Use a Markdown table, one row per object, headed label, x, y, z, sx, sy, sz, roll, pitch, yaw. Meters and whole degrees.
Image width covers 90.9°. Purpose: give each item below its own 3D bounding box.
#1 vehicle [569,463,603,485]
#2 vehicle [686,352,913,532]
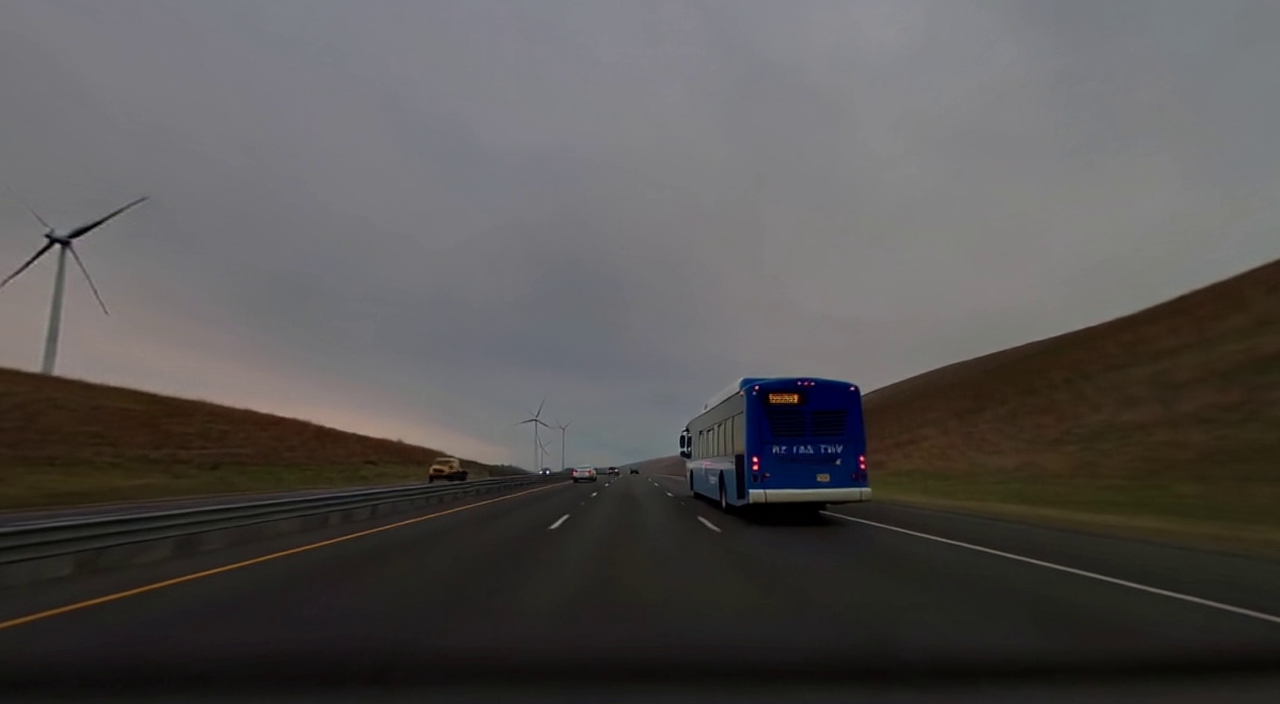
| label | x | y | z | sx | sy | sz | roll | pitch | yaw |
| --- | --- | --- | --- | --- | --- | --- | --- | --- | --- |
| vehicle | -4.019 | 9.173 | 47.432 | 2.213 | 1.568 | 4.274 | 1 | -10 | -1 |
| vehicle | 3.694 | 3.097 | 19.865 | 2.941 | 3.574 | 14.463 | 1 | -10 | -2 |
